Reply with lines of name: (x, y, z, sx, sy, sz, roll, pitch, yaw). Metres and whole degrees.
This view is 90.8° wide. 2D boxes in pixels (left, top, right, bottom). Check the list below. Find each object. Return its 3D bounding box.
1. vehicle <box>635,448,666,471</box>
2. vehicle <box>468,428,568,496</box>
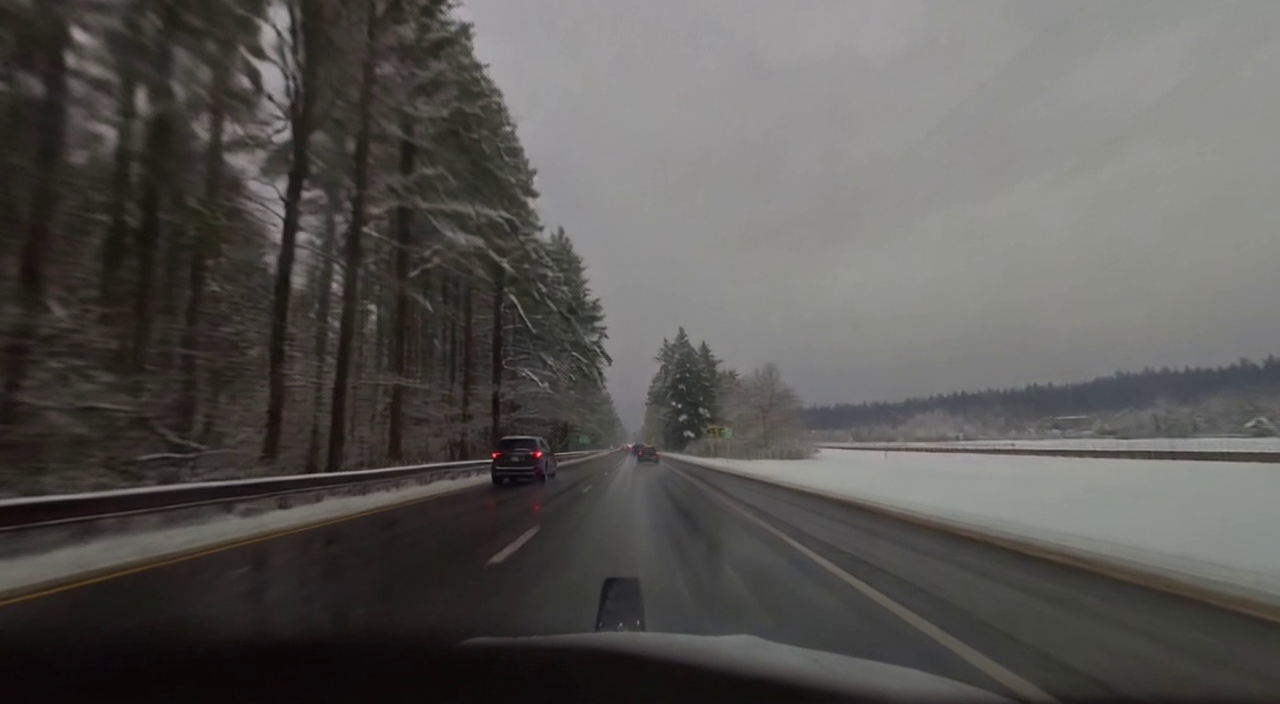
vehicle: (0.707, 7.464, 44.008, 2.046, 1.452, 4.407, 0, -9, 0)
vehicle: (-3.985, 3.728, 21.719, 2.418, 2.049, 4.930, 0, -9, 0)
